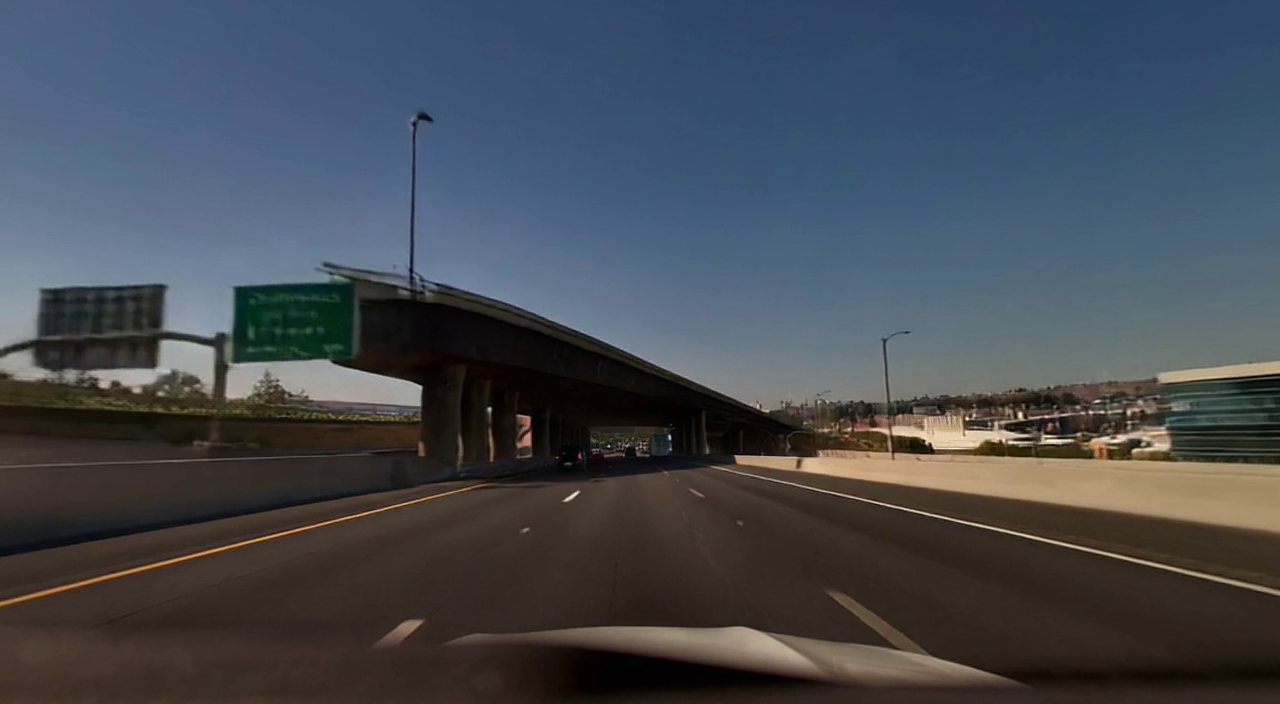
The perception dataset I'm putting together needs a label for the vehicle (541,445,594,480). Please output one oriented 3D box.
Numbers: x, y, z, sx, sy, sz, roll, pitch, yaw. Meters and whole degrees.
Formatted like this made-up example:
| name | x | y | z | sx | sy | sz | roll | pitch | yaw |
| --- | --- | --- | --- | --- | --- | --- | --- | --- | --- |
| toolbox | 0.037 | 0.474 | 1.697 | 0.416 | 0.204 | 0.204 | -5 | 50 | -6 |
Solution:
| name | x | y | z | sx | sy | sz | roll | pitch | yaw |
| --- | --- | --- | --- | --- | --- | --- | --- | --- | --- |
| vehicle | -3.361 | 5.229 | 30.027 | 2.100 | 1.525 | 4.179 | 0 | -9 | -1 |
